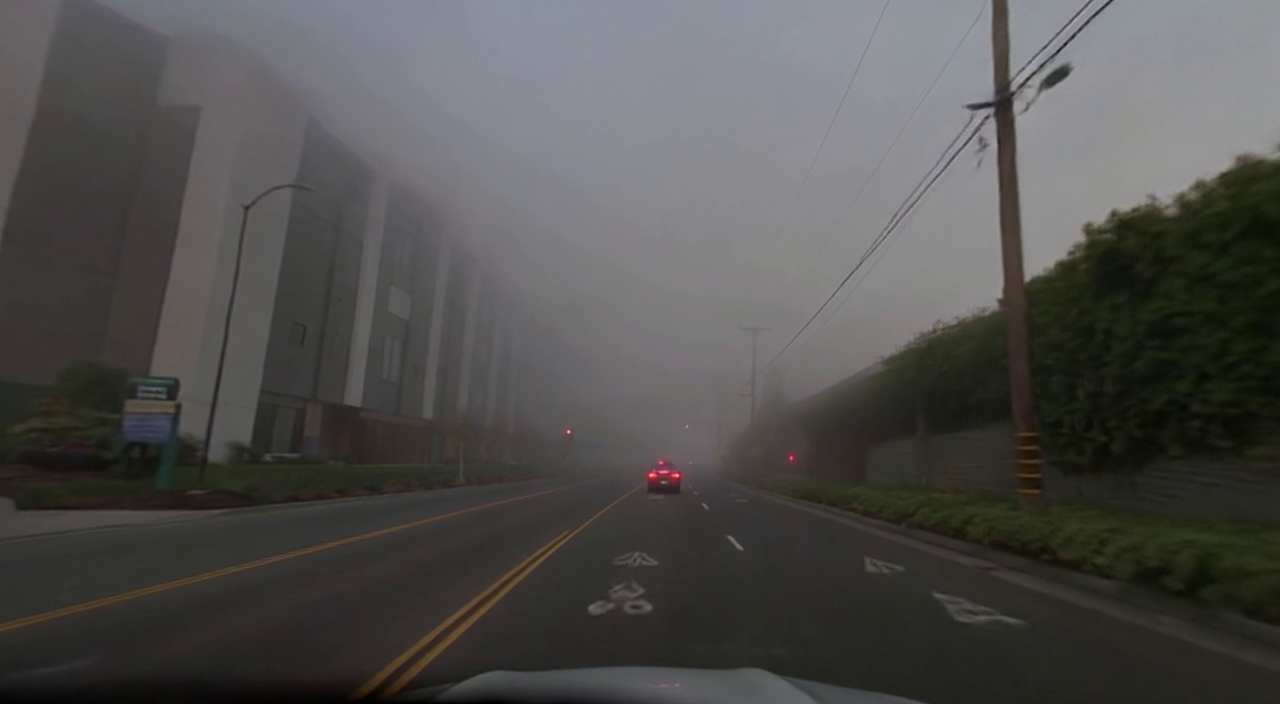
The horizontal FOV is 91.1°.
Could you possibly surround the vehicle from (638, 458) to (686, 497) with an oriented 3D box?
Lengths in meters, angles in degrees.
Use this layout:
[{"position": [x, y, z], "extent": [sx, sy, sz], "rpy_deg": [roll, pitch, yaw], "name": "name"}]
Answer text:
[{"position": [1.087, 5.794, 29.102], "extent": [2.067, 1.629, 3.858], "rpy_deg": [0, -11, 4], "name": "vehicle"}]
